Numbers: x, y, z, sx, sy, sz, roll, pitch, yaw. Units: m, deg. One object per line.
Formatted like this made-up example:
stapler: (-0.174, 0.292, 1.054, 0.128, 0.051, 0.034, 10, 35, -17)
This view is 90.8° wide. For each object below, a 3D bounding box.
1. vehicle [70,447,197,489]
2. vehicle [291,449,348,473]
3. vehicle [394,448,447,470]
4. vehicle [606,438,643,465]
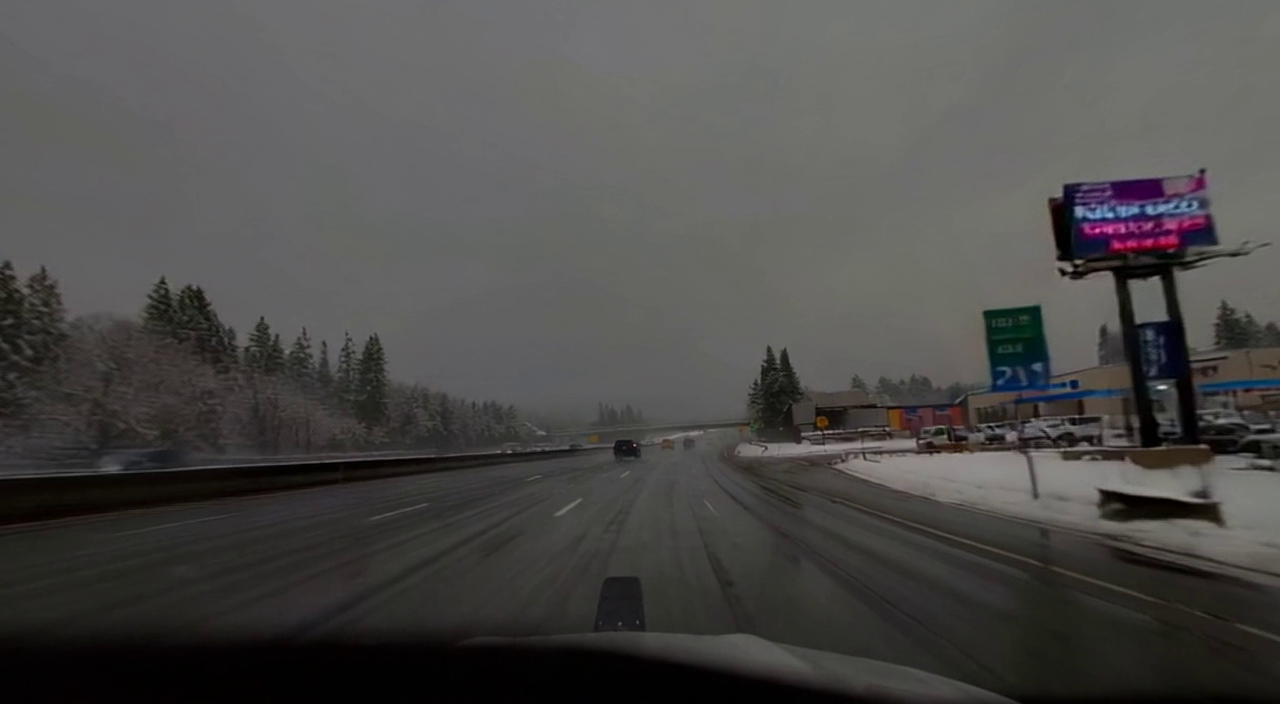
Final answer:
vehicle: (-24.396, 5.552, 30.712, 1.968, 1.829, 4.798, -1, -9, 4)
vehicle: (-23.150, 7.876, 45.836, 1.803, 1.619, 3.952, -1, -9, 5)
vehicle: (-16.518, 8.057, 47.796, 1.879, 1.483, 4.697, -1, -9, 6)
vehicle: (-1.062, 7.102, 45.232, 2.139, 1.782, 4.079, -1, -9, 6)
